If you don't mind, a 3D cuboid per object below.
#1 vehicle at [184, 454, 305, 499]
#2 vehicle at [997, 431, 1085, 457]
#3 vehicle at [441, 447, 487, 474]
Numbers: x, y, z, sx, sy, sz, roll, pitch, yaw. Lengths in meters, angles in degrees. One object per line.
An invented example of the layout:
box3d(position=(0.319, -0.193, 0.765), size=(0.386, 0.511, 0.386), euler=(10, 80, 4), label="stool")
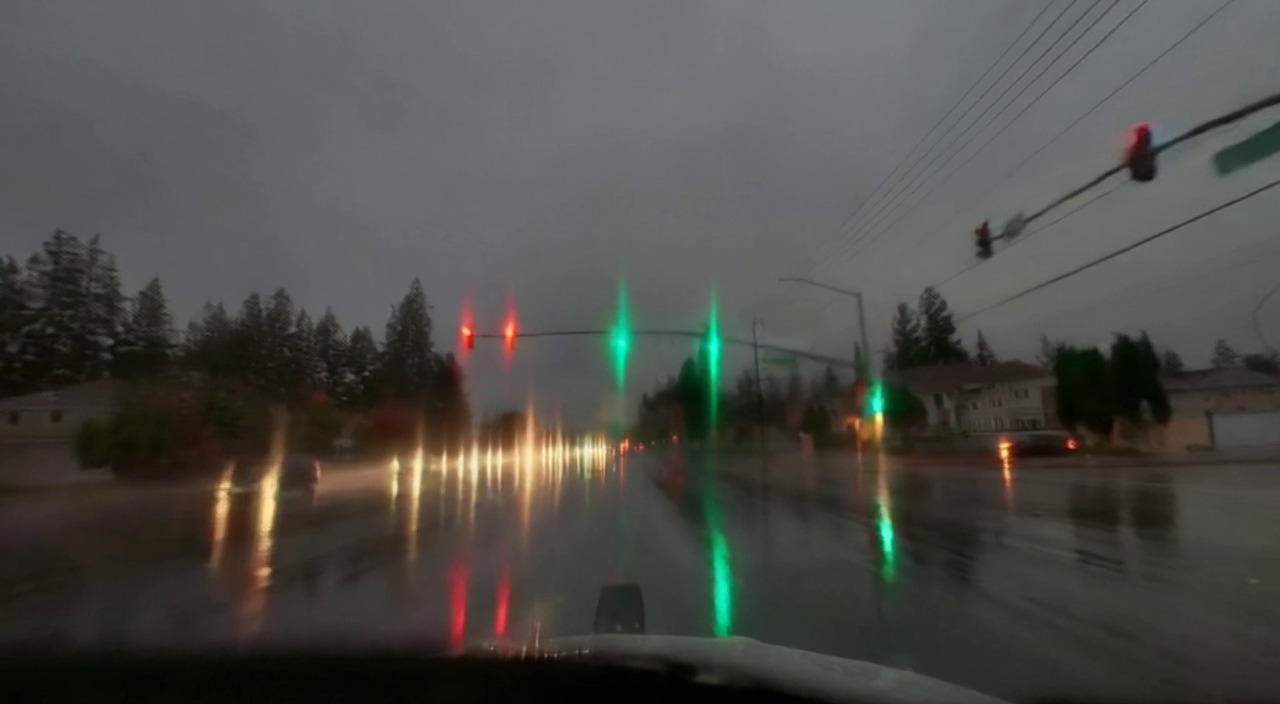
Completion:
box3d(position=(-15.154, 4.761, 24.539), size=(1.891, 1.484, 4.441), euler=(-1, -9, -1), label="vehicle")
box3d(position=(24.944, 5.755, 39.345), size=(4.439, 1.454, 1.842), euler=(-7, -10, 34), label="vehicle")
box3d(position=(-12.169, 7.466, 43.888), size=(1.912, 1.509, 4.425), euler=(-4, -7, -1), label="vehicle")
